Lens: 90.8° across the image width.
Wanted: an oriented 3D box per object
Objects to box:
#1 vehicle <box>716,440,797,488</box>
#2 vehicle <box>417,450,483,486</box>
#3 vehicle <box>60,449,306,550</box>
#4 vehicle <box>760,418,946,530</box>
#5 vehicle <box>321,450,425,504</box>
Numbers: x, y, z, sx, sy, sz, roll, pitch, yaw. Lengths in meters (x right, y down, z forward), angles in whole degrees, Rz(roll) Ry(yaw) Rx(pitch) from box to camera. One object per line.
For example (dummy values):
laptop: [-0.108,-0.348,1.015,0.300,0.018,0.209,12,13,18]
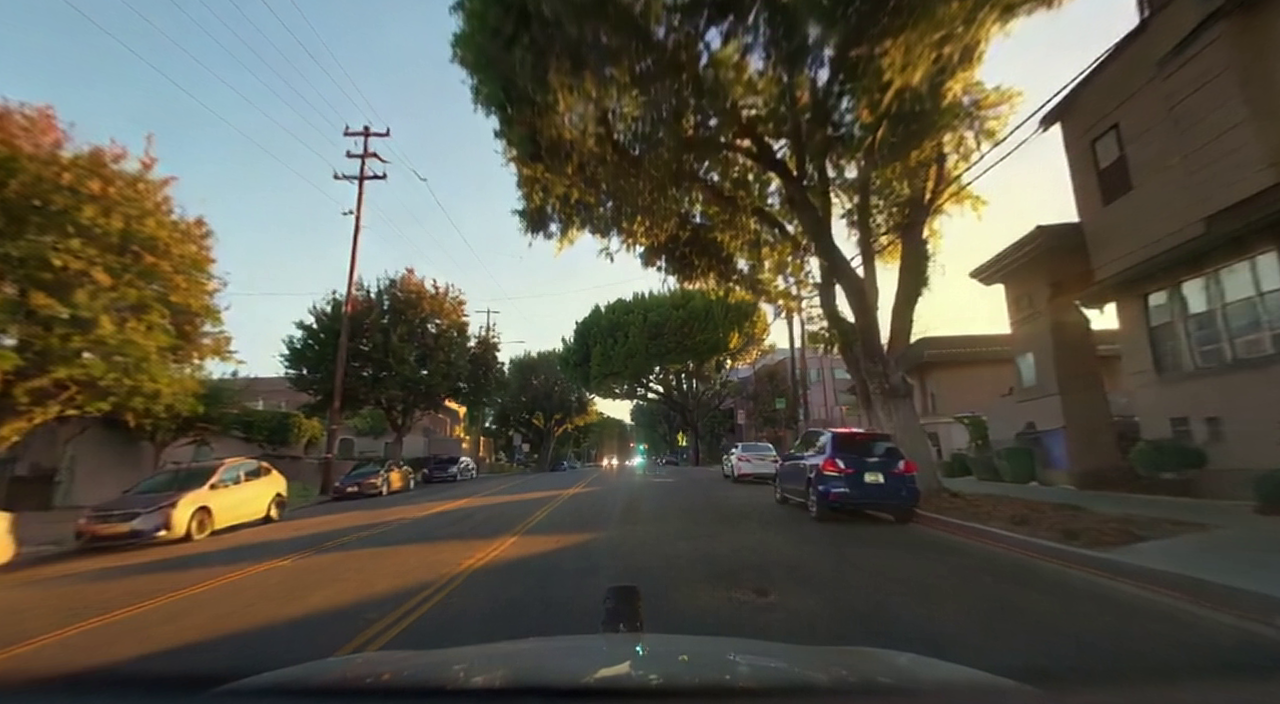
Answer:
vehicle: [3.880,3.814,21.930,1.946,1.468,4.721,0,-8,1]
vehicle: [-9.333,5.706,31.395,2.000,1.495,4.687,-3,-8,-3]
vehicle: [-9.274,3.007,13.432,2.051,1.657,4.322,-3,-10,-1]
vehicle: [3.766,2.248,12.152,2.155,1.747,4.311,0,-8,2]
vehicle: [-9.335,4.371,22.466,1.884,1.526,4.061,-5,-8,1]
